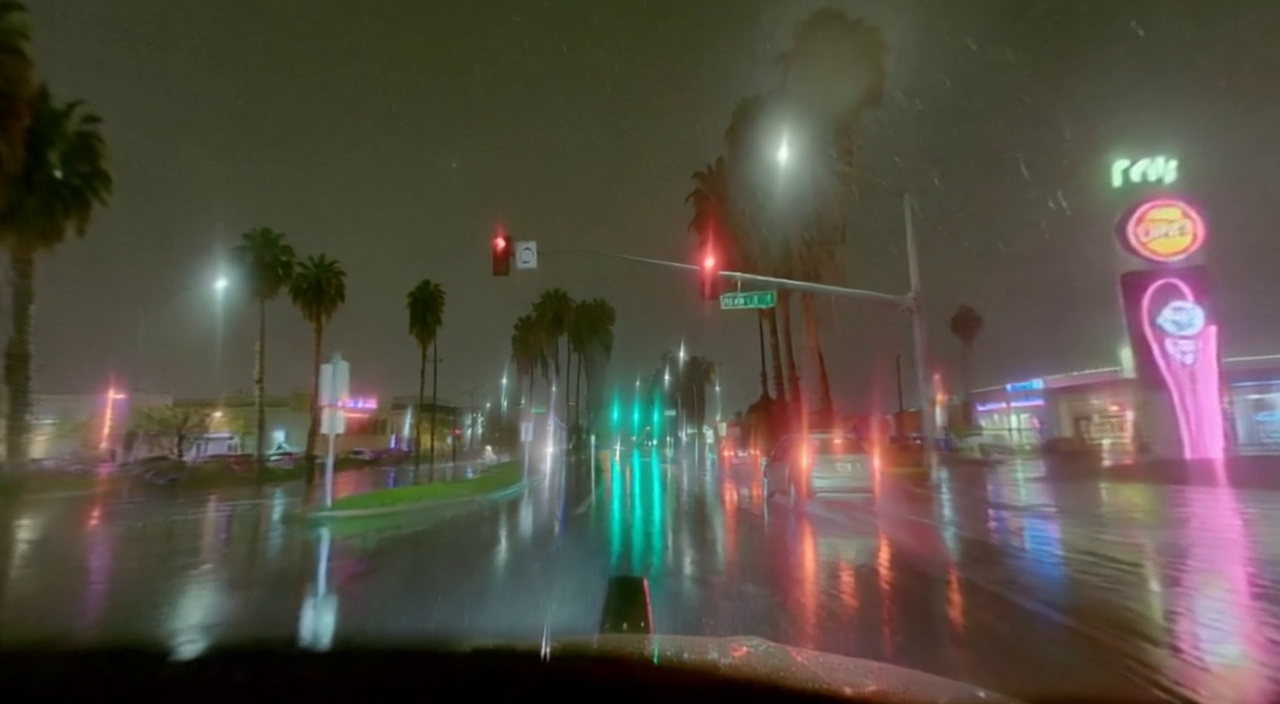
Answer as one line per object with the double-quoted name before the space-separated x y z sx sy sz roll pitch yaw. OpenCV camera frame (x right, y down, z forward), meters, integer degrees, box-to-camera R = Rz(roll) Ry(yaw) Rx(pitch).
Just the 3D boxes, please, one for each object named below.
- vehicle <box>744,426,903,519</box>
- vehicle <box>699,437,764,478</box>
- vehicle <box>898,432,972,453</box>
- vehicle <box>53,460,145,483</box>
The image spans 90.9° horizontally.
"vehicle" 3.431 2.329 12.698 1.931 1.534 4.126 0 -8 0
"vehicle" 3.542 4.199 25.331 1.870 1.467 4.800 0 -8 0
"vehicle" 22.040 6.790 47.160 4.532 1.477 1.914 -1 -8 3
"vehicle" -37.758 8.353 44.050 4.648 1.484 1.908 0 -8 0
